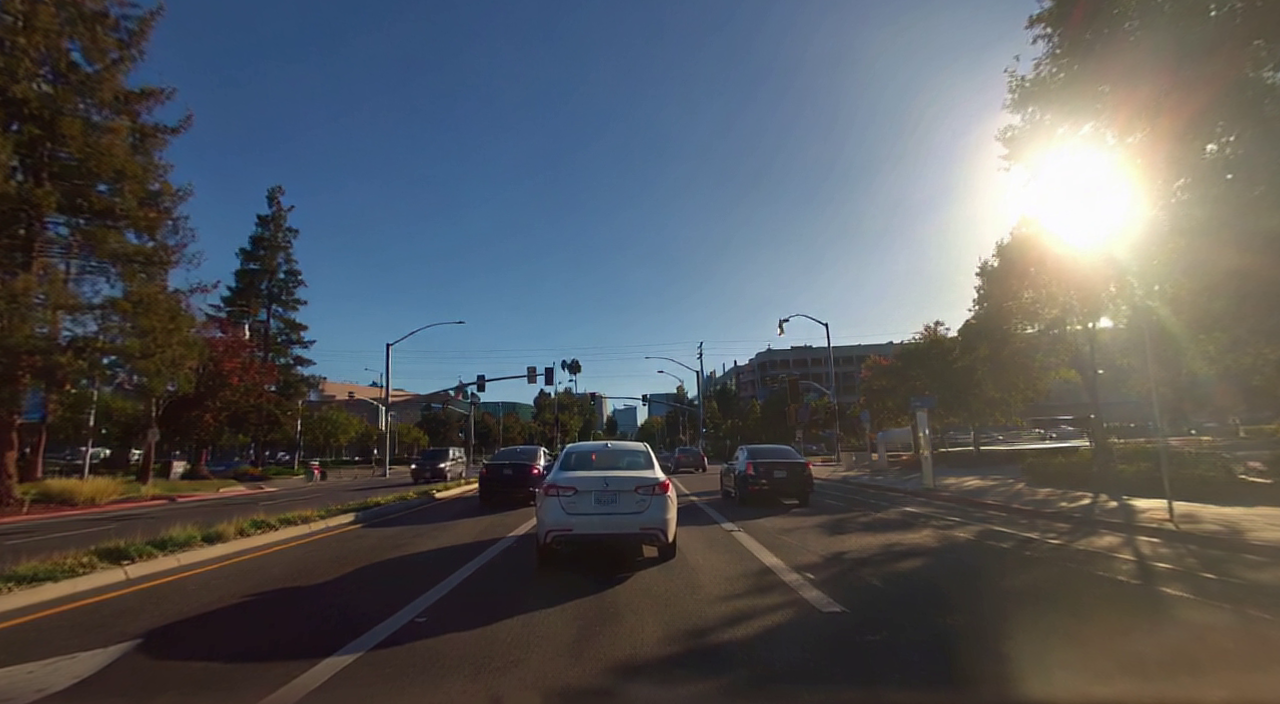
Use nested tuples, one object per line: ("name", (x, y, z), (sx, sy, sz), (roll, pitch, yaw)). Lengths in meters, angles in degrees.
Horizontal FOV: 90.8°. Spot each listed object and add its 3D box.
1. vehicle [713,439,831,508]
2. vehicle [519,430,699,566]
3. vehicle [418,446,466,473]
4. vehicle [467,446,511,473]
("vehicle", (3.117, 2.962, 15.882), (1.910, 1.474, 4.263), (0, -9, -2))
("vehicle", (-0.387, 1.903, 8.889), (2.006, 1.487, 3.535), (0, -9, -1))
("vehicle", (-13.597, 7.392, 43.705), (1.985, 1.689, 4.461), (0, -9, -2))
("vehicle", (-9.087, 6.503, 38.307), (1.824, 1.513, 4.254), (0, -9, -3))
